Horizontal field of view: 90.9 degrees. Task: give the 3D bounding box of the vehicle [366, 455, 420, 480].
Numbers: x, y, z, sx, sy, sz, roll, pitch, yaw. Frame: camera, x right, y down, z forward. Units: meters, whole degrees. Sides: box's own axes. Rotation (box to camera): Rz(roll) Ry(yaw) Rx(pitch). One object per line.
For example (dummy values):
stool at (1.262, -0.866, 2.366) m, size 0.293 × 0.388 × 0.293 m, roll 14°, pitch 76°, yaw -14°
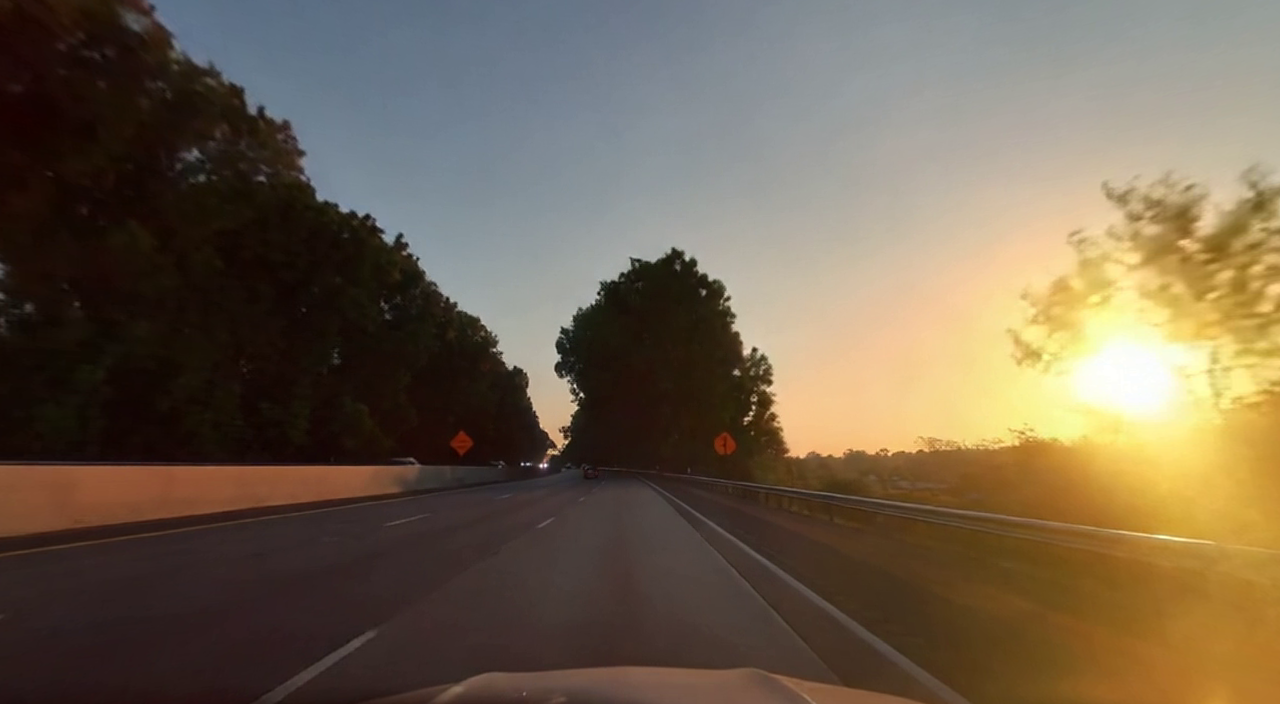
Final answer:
vehicle at (-17.548, 8.243, 45.053) m, size 2.041 × 1.667 × 4.698 m, roll 1°, pitch -10°, yaw -1°
